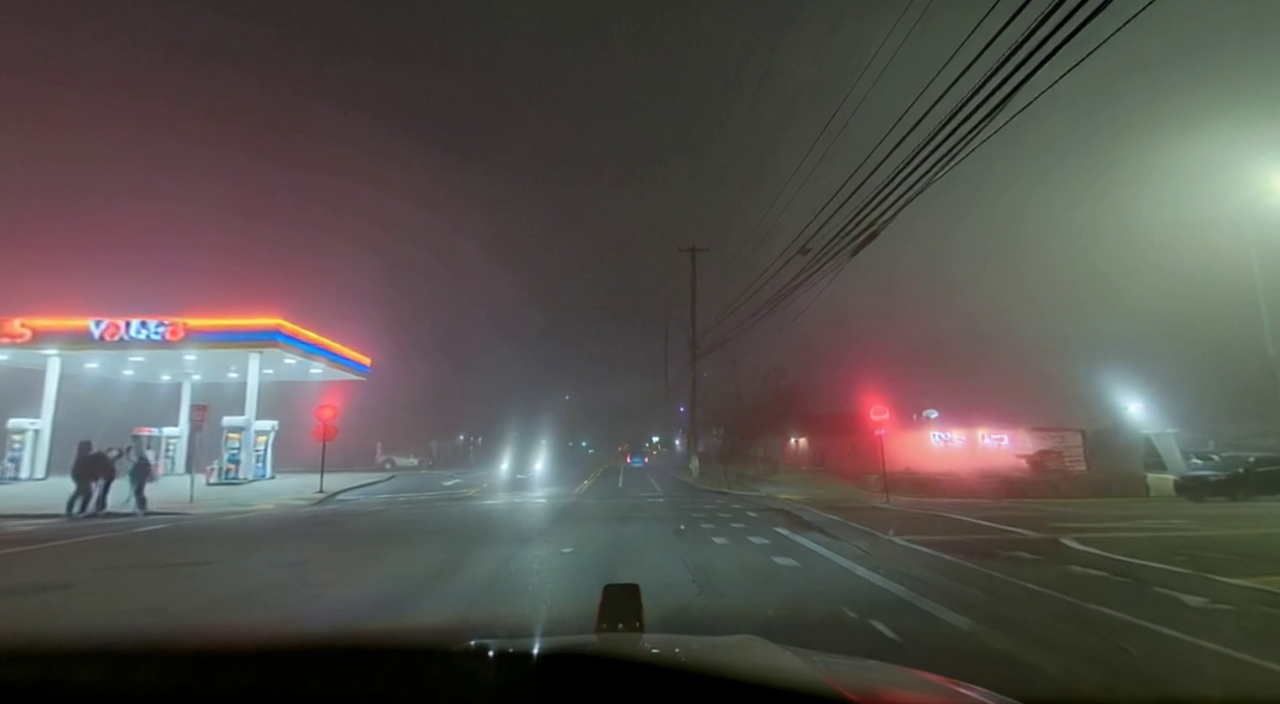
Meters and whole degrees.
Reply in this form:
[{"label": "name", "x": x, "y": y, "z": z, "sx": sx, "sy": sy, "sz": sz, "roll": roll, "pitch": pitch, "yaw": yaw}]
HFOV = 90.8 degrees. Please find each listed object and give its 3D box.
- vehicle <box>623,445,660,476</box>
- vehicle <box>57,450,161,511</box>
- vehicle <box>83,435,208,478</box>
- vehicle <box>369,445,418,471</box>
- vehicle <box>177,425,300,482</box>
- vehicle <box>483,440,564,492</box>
[{"label": "vehicle", "x": 0.022, "y": 6.224, "z": 36.473, "sx": 2.000, "sy": 1.663, "sz": 4.271, "roll": 0, "pitch": -9, "yaw": -2}, {"label": "vehicle", "x": -15.635, "y": 3.634, "z": 18.497, "sx": 1.928, "sy": 1.487, "sz": 5.116, "roll": 8, "pitch": -12, "yaw": -42}, {"label": "vehicle", "x": -20.097, "y": 4.336, "z": 25.964, "sx": 1.913, "sy": 1.591, "sz": 4.374, "roll": 2, "pitch": -10, "yaw": -6}, {"label": "vehicle", "x": -17.608, "y": 7.571, "z": 45.386, "sx": 1.890, "sy": 1.761, "sz": 4.578, "roll": 1, "pitch": -9, "yaw": -4}, {"label": "vehicle", "x": -17.728, "y": 4.514, "z": 28.236, "sx": 2.499, "sy": 2.309, "sz": 4.613, "roll": 0, "pitch": -9, "yaw": -2}, {"label": "vehicle", "x": -4.506, "y": 4.483, "z": 25.262, "sx": 2.274, "sy": 1.844, "sz": 4.843, "roll": 0, "pitch": -9, "yaw": 0}]
